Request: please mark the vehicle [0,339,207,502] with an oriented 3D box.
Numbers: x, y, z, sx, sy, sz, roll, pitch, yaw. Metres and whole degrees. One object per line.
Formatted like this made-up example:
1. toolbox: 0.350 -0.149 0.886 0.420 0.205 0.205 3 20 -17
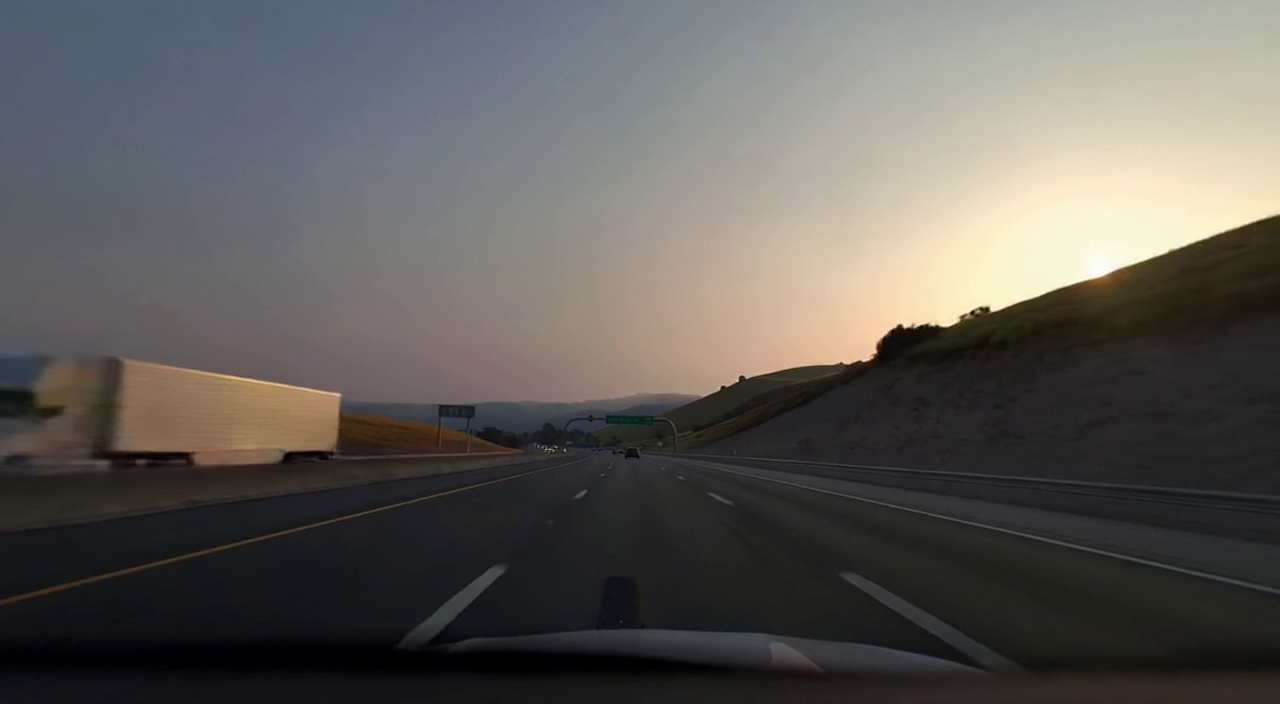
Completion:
1. vehicle: -16.223 2.063 18.144 3.245 3.939 5.841 0 -9 -1
